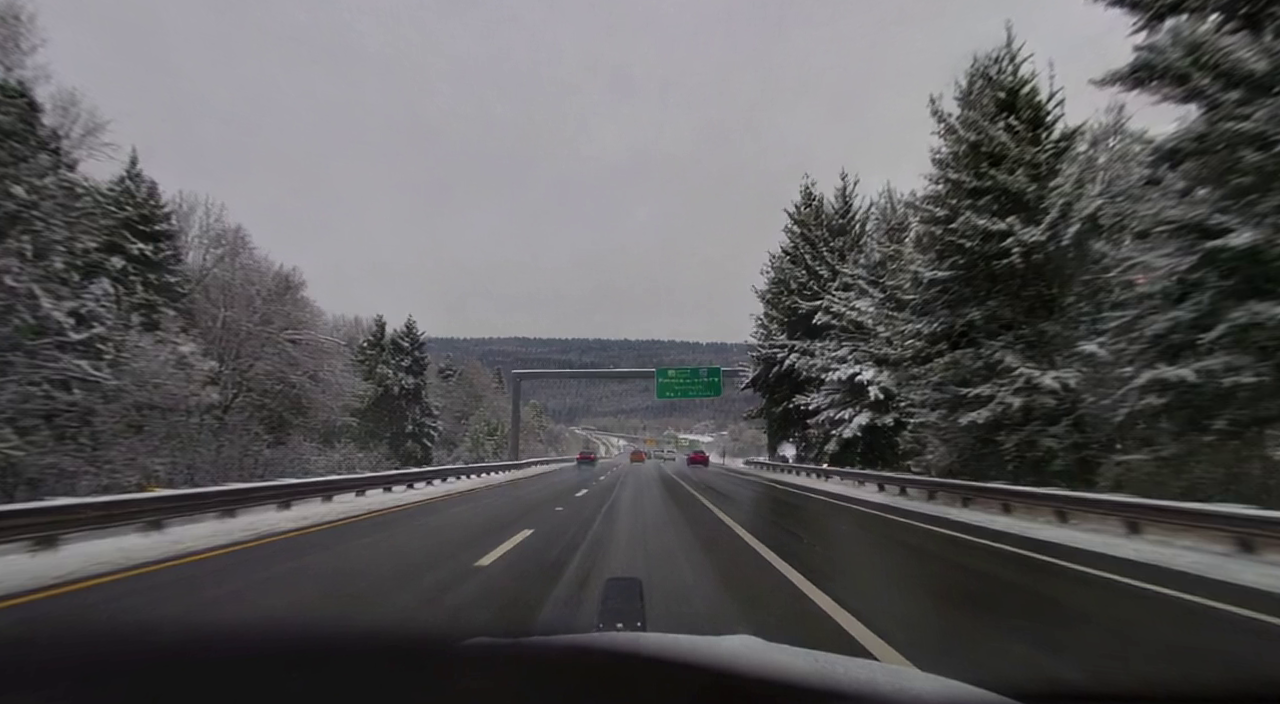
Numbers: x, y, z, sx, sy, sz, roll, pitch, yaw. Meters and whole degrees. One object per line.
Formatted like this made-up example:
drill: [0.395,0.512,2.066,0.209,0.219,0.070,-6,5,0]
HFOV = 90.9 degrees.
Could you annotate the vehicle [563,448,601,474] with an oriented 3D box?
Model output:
vehicle: [-3.425,6.534,37.955,1.955,1.468,3.637,0,-9,0]

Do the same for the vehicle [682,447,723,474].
vehicle: [3.650,6.453,37.700,2.019,1.475,4.301,0,-9,0]
